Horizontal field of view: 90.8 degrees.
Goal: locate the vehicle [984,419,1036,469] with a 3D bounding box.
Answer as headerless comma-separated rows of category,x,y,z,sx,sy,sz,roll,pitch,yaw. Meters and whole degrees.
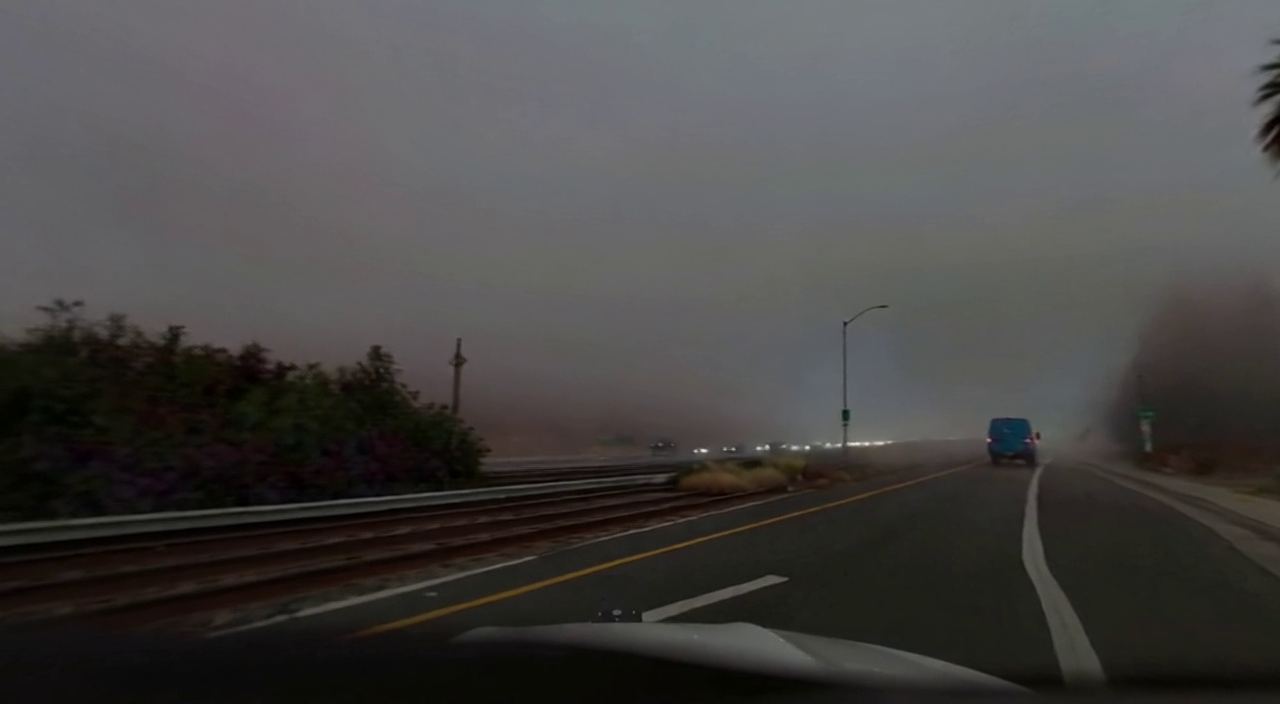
vehicle,23.999,5.950,40.899,2.606,3.020,4.180,-5,-10,31
